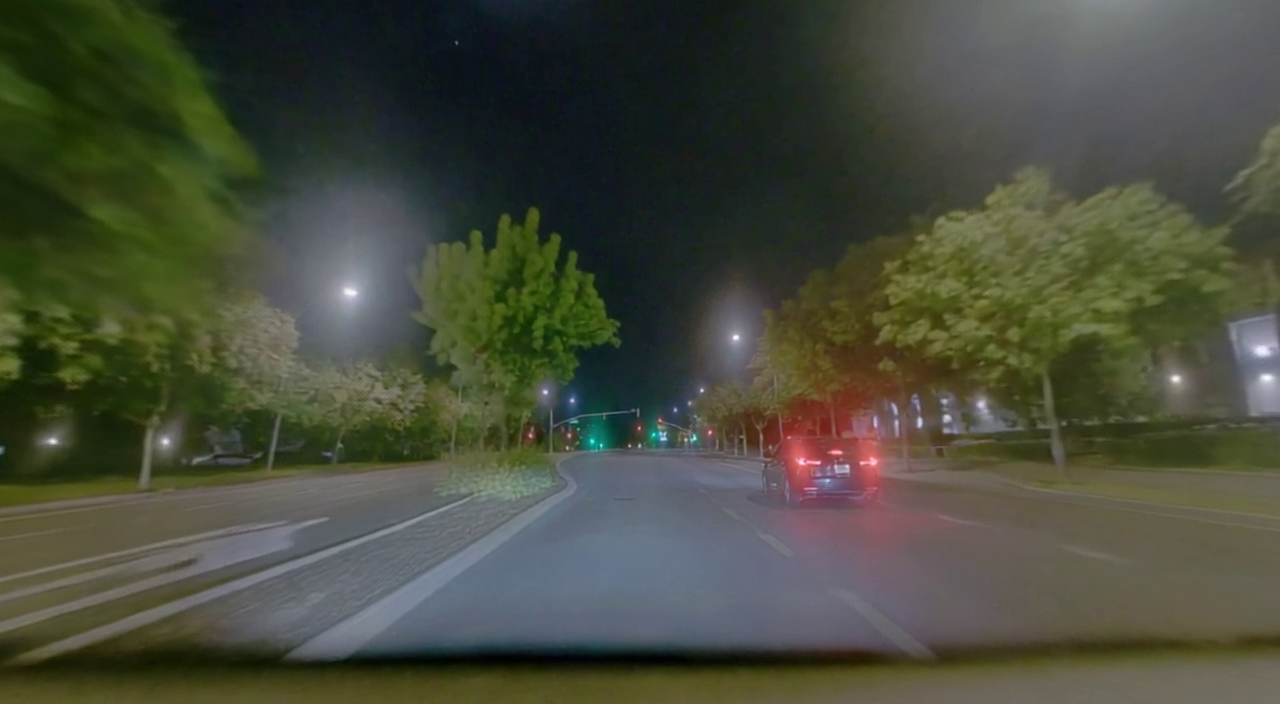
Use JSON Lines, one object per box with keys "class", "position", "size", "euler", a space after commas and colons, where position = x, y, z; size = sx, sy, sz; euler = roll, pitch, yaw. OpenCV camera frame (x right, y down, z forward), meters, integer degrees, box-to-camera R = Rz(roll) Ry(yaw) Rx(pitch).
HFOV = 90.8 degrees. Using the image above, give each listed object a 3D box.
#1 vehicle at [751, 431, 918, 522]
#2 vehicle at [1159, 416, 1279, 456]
{"class": "vehicle", "position": [3.522, 2.315, 12.331], "size": [1.852, 1.453, 4.083], "euler": [0, -8, -2]}
{"class": "vehicle", "position": [26.217, 3.676, 27.527], "size": [5.085, 1.657, 2.372], "euler": [0, -8, 0]}
